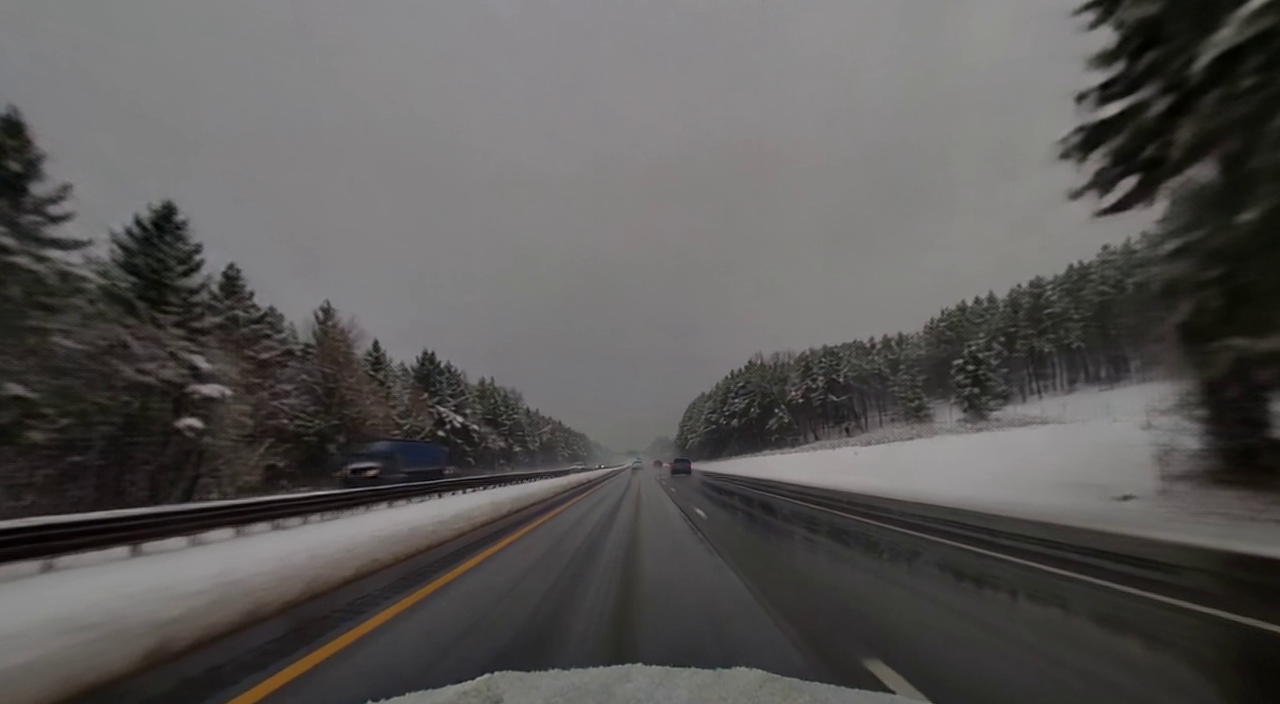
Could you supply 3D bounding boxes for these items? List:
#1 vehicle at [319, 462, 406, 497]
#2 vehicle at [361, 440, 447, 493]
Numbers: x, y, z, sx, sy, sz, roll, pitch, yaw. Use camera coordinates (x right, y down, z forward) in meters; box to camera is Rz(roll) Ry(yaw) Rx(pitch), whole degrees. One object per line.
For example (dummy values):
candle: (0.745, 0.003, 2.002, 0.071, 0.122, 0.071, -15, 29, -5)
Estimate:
vehicle: (-13.132, 6.051, 30.127, 2.134, 1.488, 4.249, 1, -10, 1)
vehicle: (-13.252, 6.523, 35.931, 2.526, 2.716, 5.691, 0, -10, 1)
